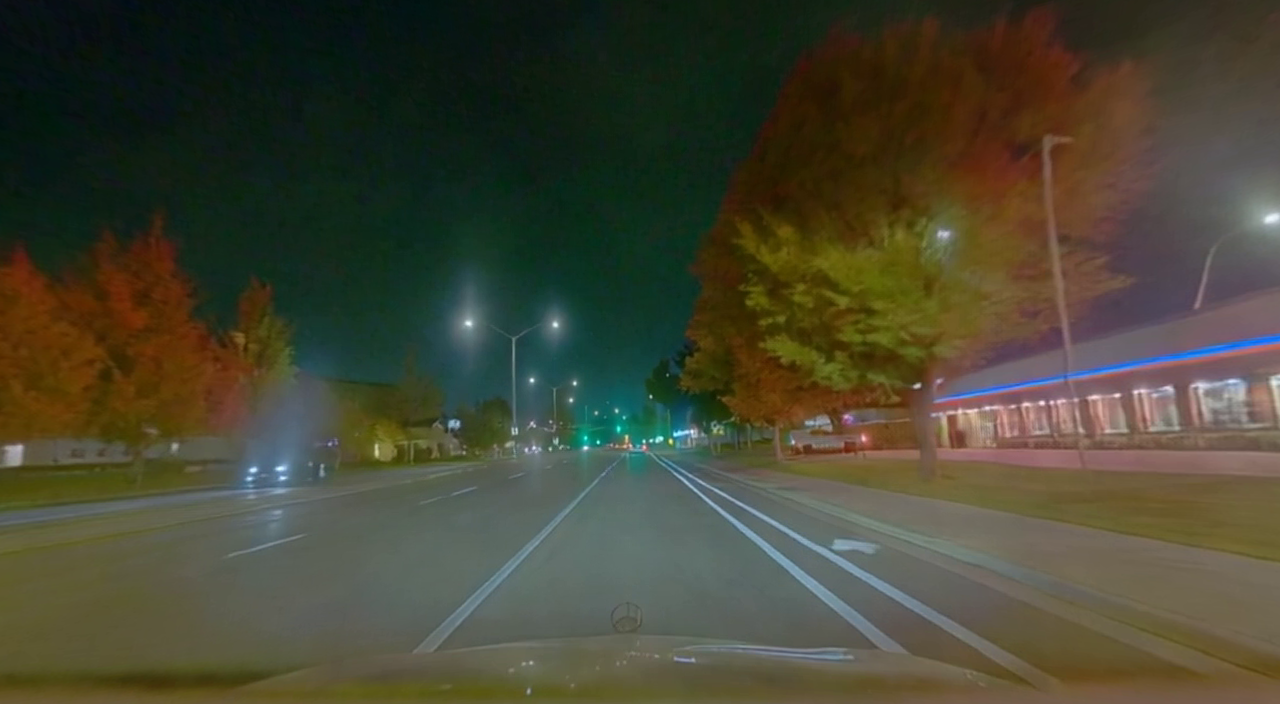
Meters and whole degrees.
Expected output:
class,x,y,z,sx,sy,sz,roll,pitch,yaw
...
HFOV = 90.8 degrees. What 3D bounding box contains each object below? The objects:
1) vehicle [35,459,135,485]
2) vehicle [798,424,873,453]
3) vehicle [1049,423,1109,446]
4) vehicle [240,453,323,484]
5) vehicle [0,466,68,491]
class,x,y,z,sx,sy,sz,roll,pitch,yaw
vehicle,-37.090,8.003,42.293,4.772,1.580,2.040,0,-8,2
vehicle,13.637,6.040,44.197,4.514,1.929,1.991,0,-8,-4
vehicle,32.956,6.240,47.596,1.780,1.456,4.390,-6,-10,8
vehicle,-19.118,6.217,33.936,1.825,1.457,4.454,0,-8,0
vehicle,-36.483,7.512,37.465,3.395,1.354,1.608,0,-8,-4
